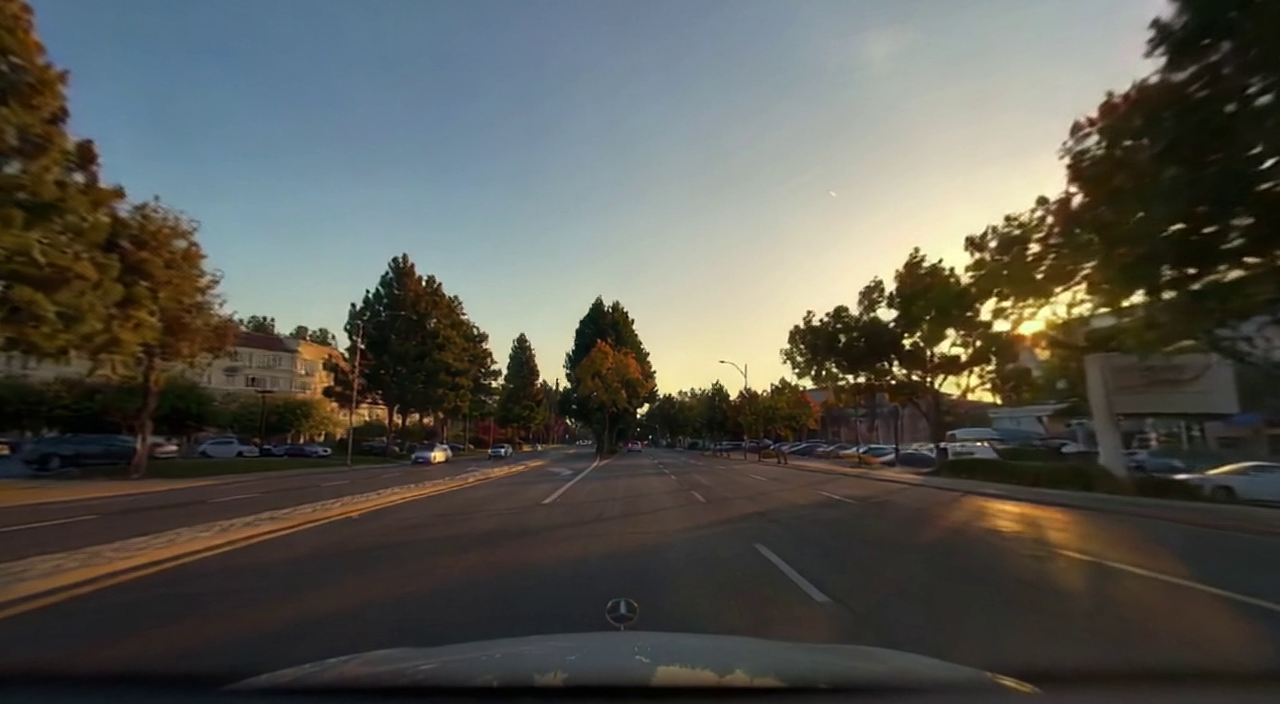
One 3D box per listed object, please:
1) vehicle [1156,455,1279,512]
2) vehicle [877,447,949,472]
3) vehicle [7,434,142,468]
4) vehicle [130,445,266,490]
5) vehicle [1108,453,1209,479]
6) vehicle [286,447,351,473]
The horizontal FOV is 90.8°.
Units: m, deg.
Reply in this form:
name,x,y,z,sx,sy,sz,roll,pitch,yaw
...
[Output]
name,x,y,z,sx,sy,sz,roll,pitch,yaw
vehicle,19.513,4.133,20.091,4.427,1.640,2.085,0,-8,-3
vehicle,20.485,7.994,47.430,4.573,1.747,2.191,-5,-10,33
vehicle,-30.888,5.413,34.748,5.107,1.753,1.963,4,-9,-28
vehicle,-16.160,4.218,23.448,1.876,1.460,4.433,0,-8,-1
vehicle,32.114,7.055,39.224,4.463,1.490,1.981,-1,-8,2
vehicle,-19.942,6.697,39.395,1.787,1.437,4.414,0,-8,-1
